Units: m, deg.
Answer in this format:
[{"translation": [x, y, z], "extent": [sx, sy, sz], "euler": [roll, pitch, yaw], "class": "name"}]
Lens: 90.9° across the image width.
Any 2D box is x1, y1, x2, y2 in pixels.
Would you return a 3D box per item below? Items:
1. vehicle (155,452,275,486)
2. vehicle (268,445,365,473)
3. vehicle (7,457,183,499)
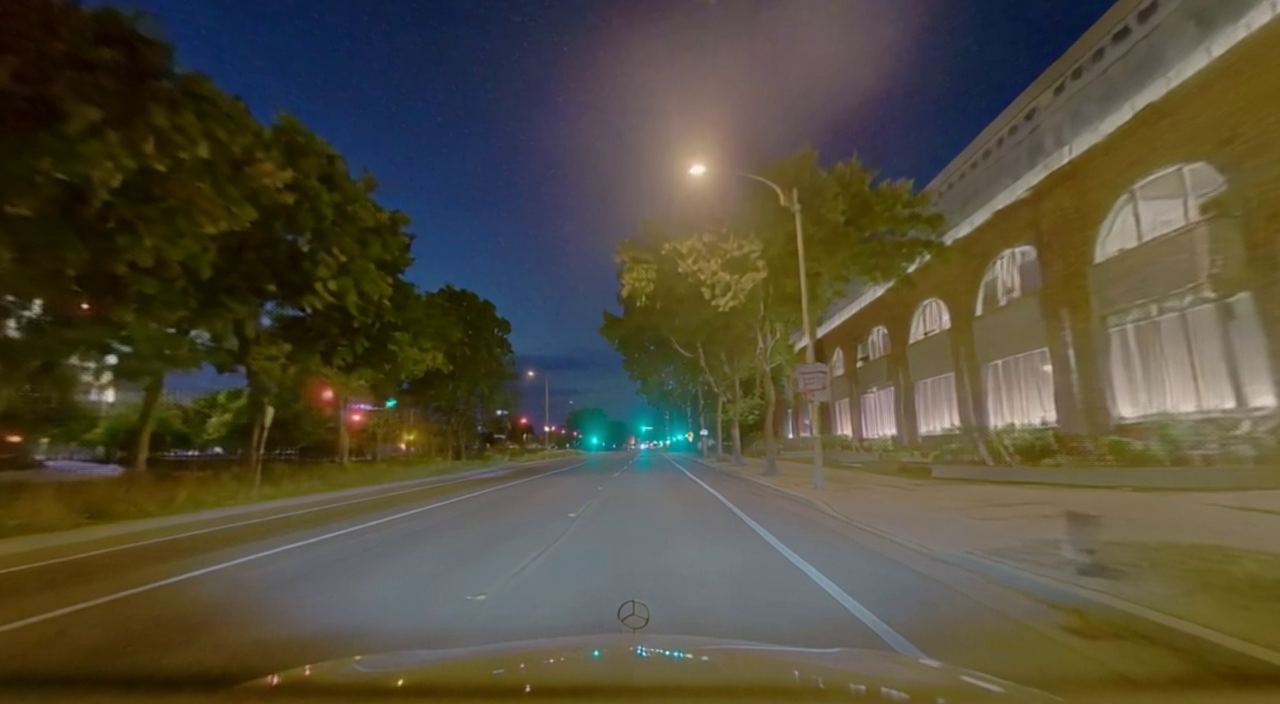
[{"translation": [-19.199, 5.278, 28.619], "extent": [4.005, 1.433, 1.953], "euler": [0, -9, 0], "class": "vehicle"}, {"translation": [-18.909, 6.256, 37.018], "extent": [4.606, 1.544, 1.965], "euler": [0, -9, 0], "class": "vehicle"}, {"translation": [-19.652, 4.537, 22.901], "extent": [4.567, 1.402, 1.910], "euler": [0, -9, 0], "class": "vehicle"}]
